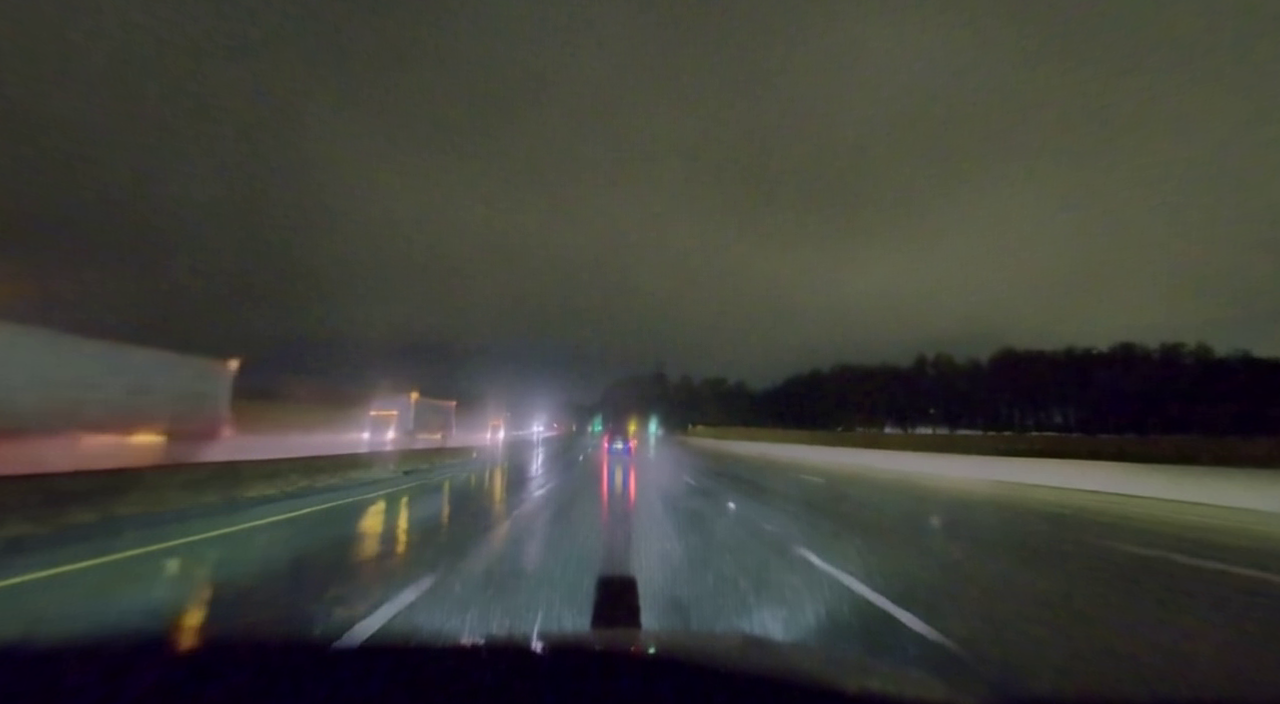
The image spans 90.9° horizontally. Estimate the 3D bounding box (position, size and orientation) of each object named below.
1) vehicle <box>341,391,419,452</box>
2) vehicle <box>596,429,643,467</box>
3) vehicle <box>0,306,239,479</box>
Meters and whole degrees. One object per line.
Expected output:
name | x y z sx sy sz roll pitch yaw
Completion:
vehicle | -17.568 4.802 43.114 2.992 3.902 5.828 0 -8 -3
vehicle | -1.013 4.388 29.050 1.997 1.589 4.179 0 -8 -4
vehicle | -16.498 1.202 16.515 2.925 4.011 14.484 0 -8 -2
